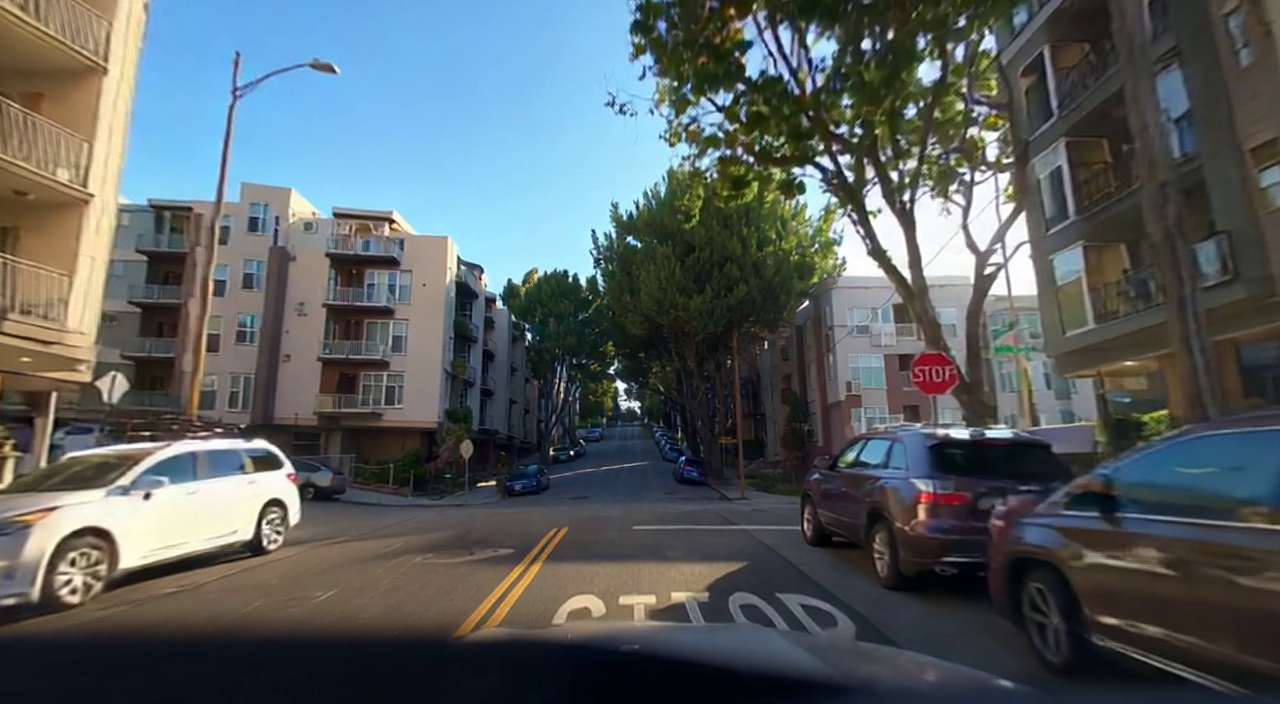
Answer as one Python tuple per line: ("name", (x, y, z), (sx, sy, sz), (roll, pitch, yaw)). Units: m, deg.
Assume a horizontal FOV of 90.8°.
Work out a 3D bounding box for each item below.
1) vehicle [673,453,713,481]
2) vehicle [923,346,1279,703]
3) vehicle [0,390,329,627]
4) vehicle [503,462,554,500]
("vehicle", (3.400, 7.482, 41.418), (2.051, 1.526, 4.673), (0, -7, -2))
("vehicle", (3.343, 0.861, 2.430), (2.154, 1.699, 4.591), (0, -8, -3))
("vehicle", (-6.095, 1.712, 7.730), (2.076, 1.913, 5.060), (-2, -9, -1))
("vehicle", (-5.887, 6.848, 33.790), (1.987, 1.662, 4.141), (-2, -8, -1))
